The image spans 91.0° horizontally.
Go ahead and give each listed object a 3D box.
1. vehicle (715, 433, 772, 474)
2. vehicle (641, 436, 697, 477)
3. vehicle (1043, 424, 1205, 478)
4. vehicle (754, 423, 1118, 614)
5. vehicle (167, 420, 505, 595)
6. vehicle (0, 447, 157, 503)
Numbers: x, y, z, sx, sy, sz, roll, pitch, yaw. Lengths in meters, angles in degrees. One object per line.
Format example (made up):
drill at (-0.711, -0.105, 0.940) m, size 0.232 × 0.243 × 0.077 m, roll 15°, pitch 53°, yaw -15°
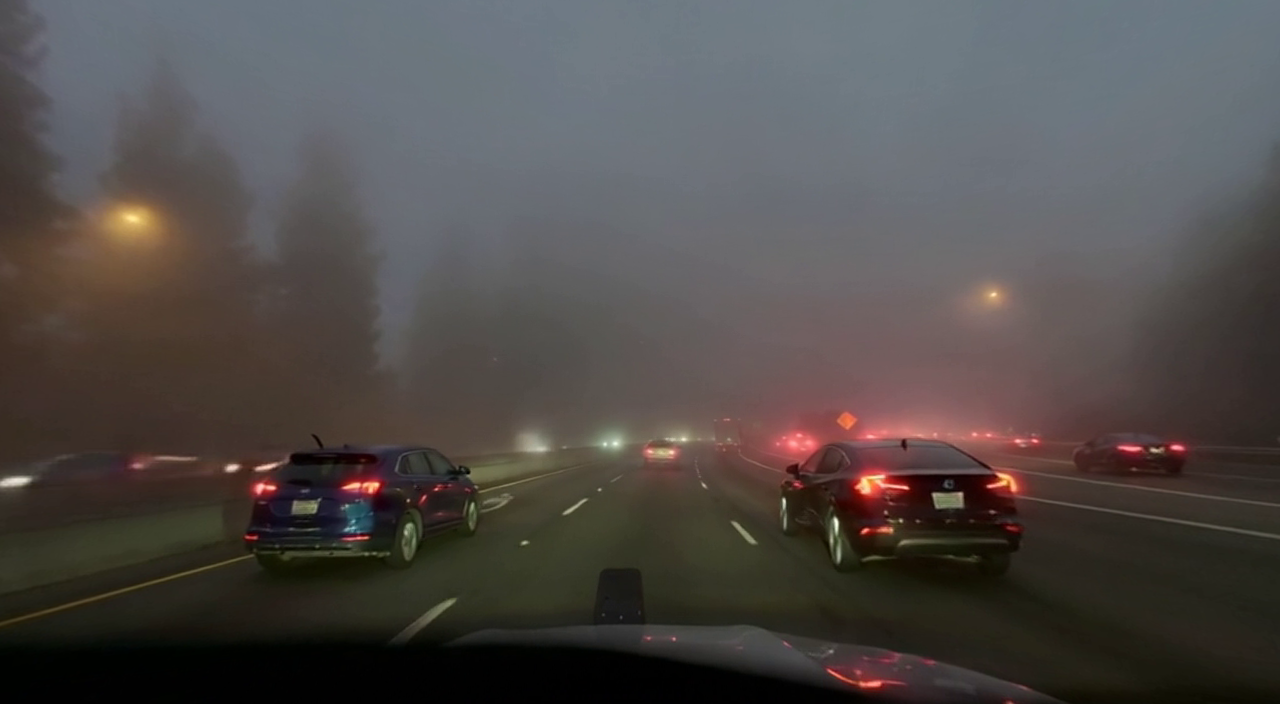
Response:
vehicle at (4.587, 4.573, 28.527) m, size 2.076 × 1.684 × 4.241 m, roll -1°, pitch -9°, yaw 4°
vehicle at (1.263, 4.410, 26.762) m, size 2.201 × 1.614 × 3.803 m, roll -1°, pitch -9°, yaw 4°
vehicle at (15.693, 3.269, 20.821) m, size 1.976 × 1.548 × 4.687 m, roll -1°, pitch -9°, yaw 6°
vehicle at (2.737, 1.664, 7.288) m, size 2.009 × 1.489 × 4.559 m, roll 0°, pitch -9°, yaw 0°
vehicle at (-3.241, 1.754, 7.993) m, size 1.937 × 1.558 × 4.469 m, roll 0°, pitch -9°, yaw 2°
vehicle at (-18.766, 3.927, 20.595) m, size 2.046 × 1.601 × 4.578 m, roll -1°, pitch -9°, yaw 4°
